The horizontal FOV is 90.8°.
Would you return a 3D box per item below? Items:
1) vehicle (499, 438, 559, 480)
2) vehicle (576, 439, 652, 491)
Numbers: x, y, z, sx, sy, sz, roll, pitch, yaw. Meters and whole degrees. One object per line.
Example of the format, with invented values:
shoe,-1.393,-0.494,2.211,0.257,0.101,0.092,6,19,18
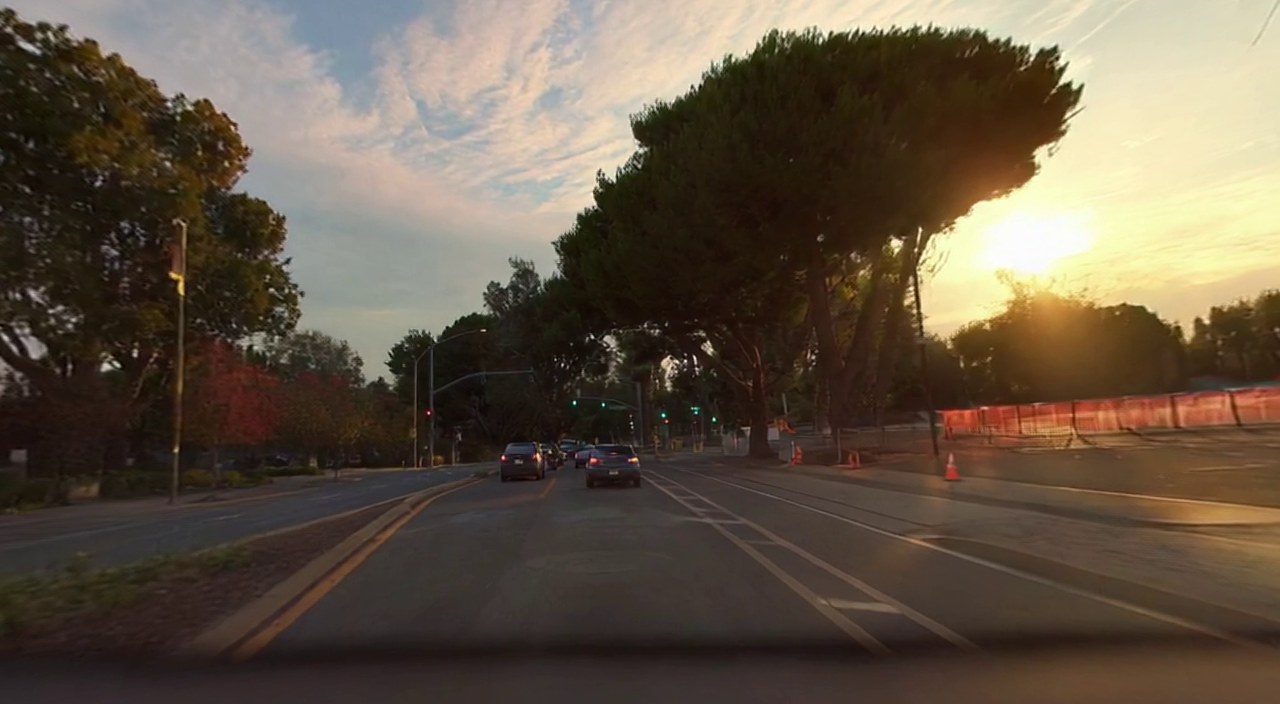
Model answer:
vehicle,-4.770,4.650,27.693,2.077,1.665,4.206,0,-8,-3
vehicle,-0.948,3.685,21.064,2.266,1.508,4.430,0,-8,-5
